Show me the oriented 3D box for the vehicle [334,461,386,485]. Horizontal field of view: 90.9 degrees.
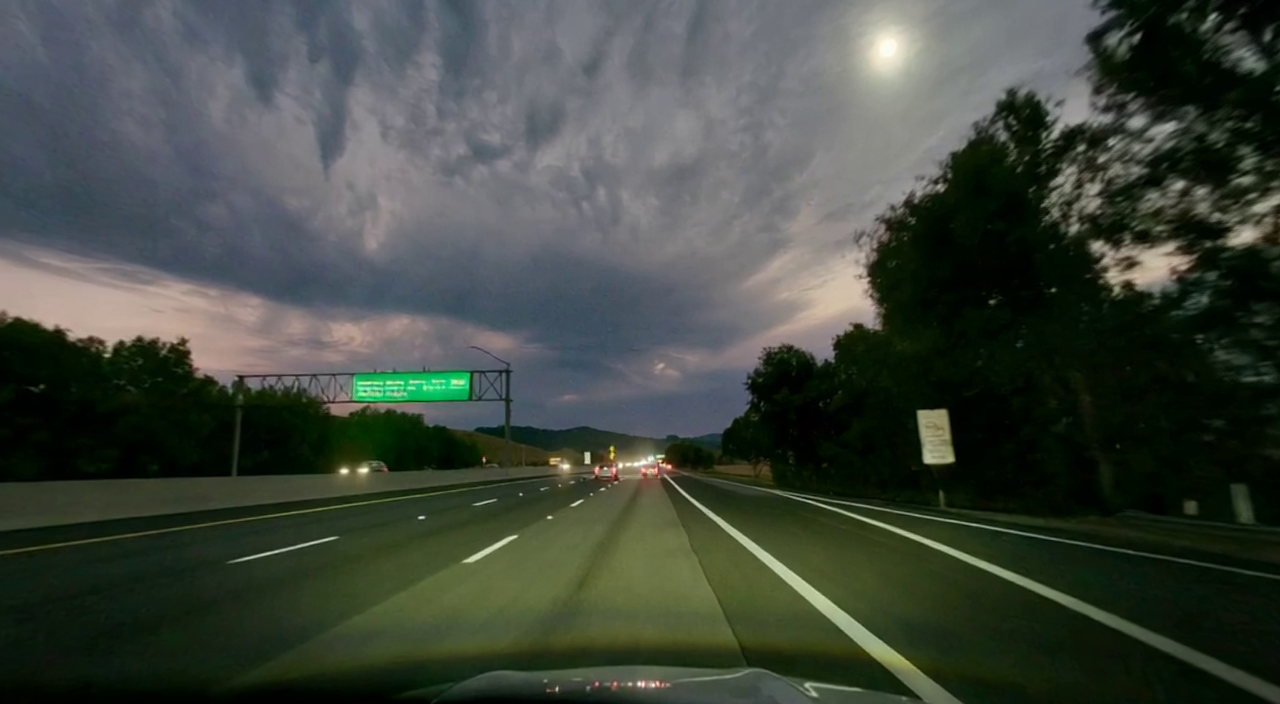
[{"bbox_3d":[-22.056,9.549,49.832,1.906,1.774,4.441,0,-10,2],"label":"vehicle"}]
